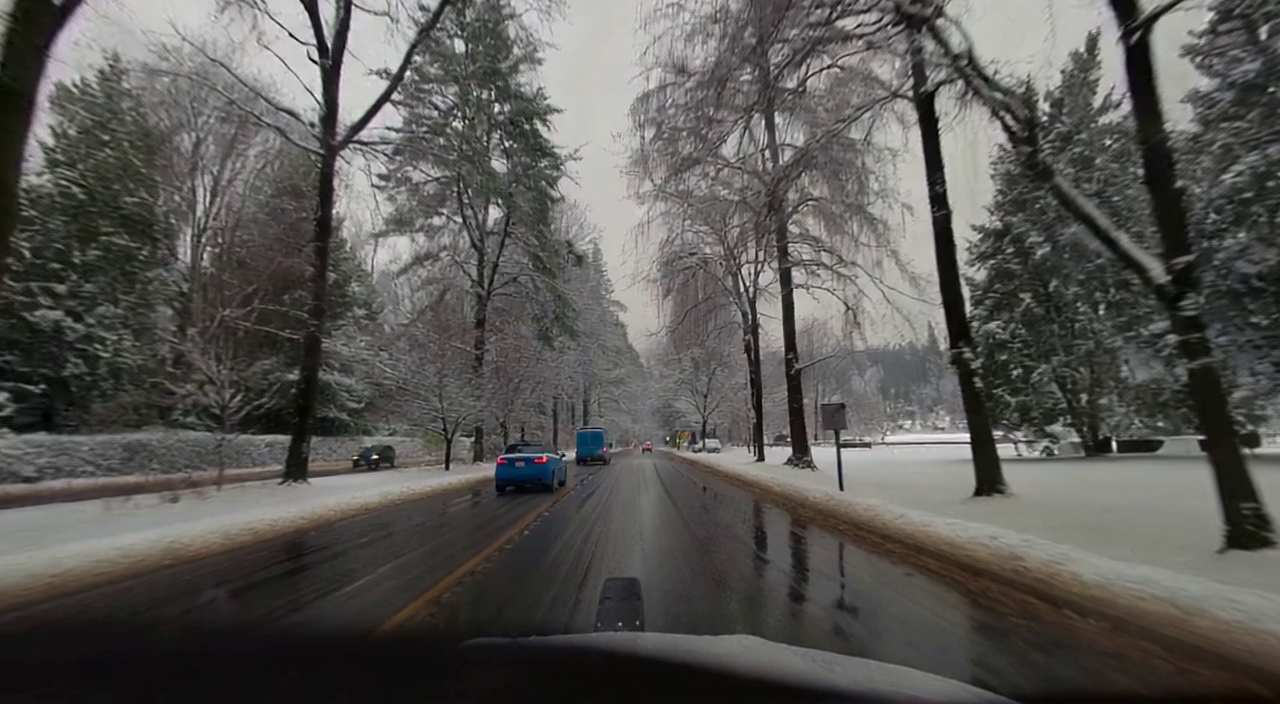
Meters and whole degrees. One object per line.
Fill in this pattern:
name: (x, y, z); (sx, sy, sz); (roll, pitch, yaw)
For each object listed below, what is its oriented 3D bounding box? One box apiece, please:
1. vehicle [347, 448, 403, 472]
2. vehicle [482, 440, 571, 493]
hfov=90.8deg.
vehicle: (-19.212, 7.815, 46.005); (1.965, 1.636, 4.561); (0, -8, 1)
vehicle: (-3.451, 3.567, 20.039); (2.009, 1.473, 4.028); (0, -8, 1)
